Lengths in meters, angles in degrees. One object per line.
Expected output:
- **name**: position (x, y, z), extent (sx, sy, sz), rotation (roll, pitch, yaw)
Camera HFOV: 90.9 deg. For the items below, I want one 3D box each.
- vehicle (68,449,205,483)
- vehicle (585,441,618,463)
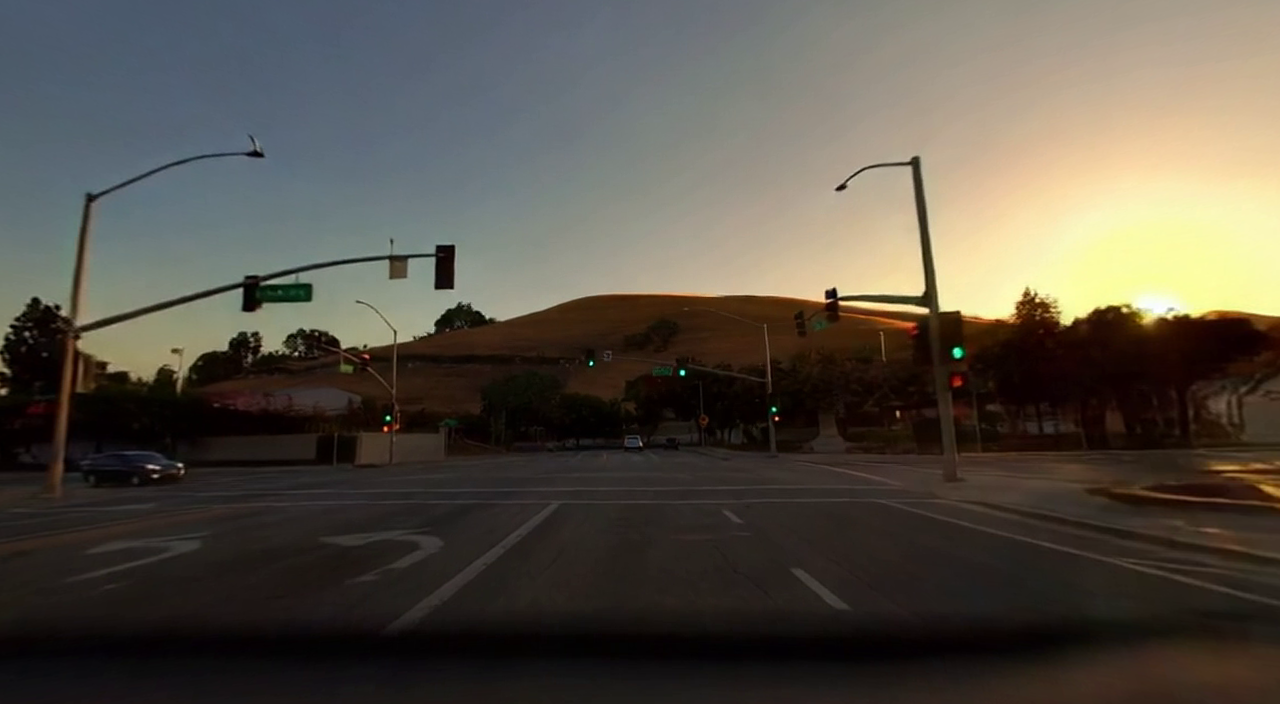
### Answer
- **vehicle**: position (-22.181, 5.013, 27.867), extent (4.518, 1.423, 1.888), rotation (-1, -8, 4)
- **vehicle**: position (-2.961, 7.869, 49.499), extent (1.723, 1.522, 3.791), rotation (-5, -10, 8)
